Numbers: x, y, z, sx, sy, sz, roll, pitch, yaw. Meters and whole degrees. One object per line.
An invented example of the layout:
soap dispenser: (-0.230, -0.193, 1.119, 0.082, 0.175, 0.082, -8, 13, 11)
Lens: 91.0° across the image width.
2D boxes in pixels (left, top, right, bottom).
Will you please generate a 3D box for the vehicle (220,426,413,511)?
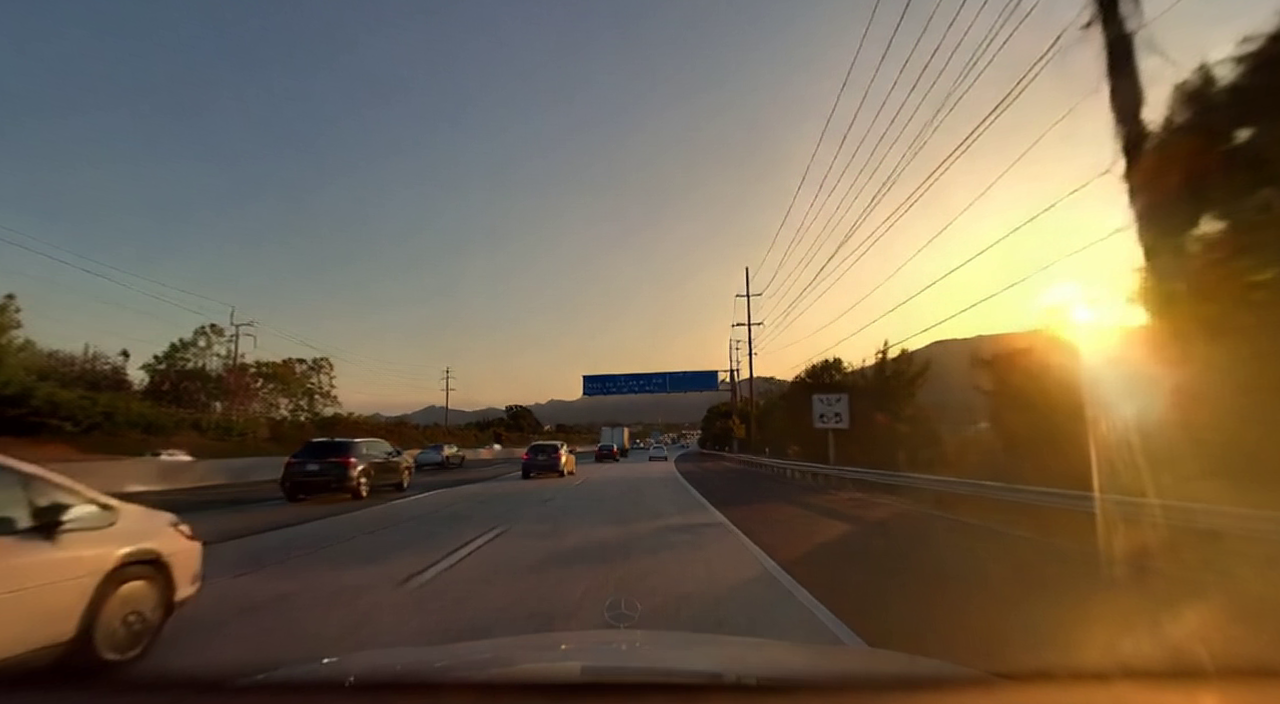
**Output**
vehicle: (-7.463, 2.735, 15.267, 2.043, 1.696, 4.851, 0, -9, 1)

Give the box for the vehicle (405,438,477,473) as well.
vehicle: (-10.449, 5.492, 33.558, 2.097, 1.722, 4.981, 0, -9, 2)

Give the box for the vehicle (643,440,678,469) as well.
vehicle: (1.308, 6.316, 38.832, 2.038, 1.677, 4.219, 0, -9, 3)

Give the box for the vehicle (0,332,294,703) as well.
vehicle: (-3.680, 0.759, 2.059, 2.202, 1.801, 4.959, 0, -9, 1)

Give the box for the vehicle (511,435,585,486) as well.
vehicle: (-3.254, 3.932, 23.105, 1.976, 1.688, 4.124, 0, -9, 1)
